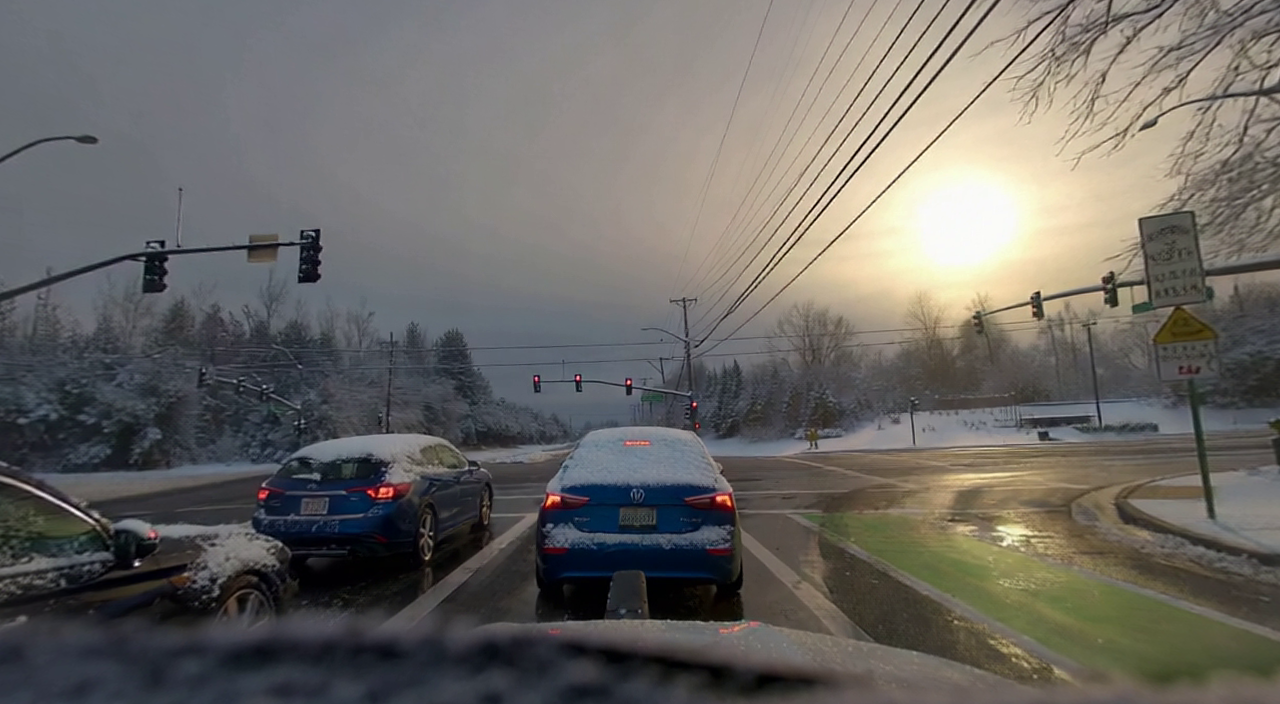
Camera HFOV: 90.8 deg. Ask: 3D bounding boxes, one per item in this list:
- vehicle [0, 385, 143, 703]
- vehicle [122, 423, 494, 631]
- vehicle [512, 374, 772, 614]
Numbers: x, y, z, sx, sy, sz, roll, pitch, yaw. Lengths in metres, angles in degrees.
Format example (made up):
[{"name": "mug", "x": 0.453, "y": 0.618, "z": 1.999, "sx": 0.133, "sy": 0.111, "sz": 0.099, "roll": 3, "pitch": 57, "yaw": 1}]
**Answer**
[{"name": "vehicle", "x": -3.472, "y": 0.592, "z": 0.329, "sx": 2.138, "sy": 1.488, "sz": 5.327, "roll": 0, "pitch": -8, "yaw": 0}, {"name": "vehicle", "x": -2.915, "y": 1.613, "z": 6.660, "sx": 1.726, "sy": 1.506, "sz": 3.840, "roll": 0, "pitch": -10, "yaw": 1}, {"name": "vehicle", "x": -0.020, "y": 1.554, "z": 7.666, "sx": 2.036, "sy": 1.885, "sz": 5.196, "roll": 0, "pitch": -10, "yaw": -1}]
